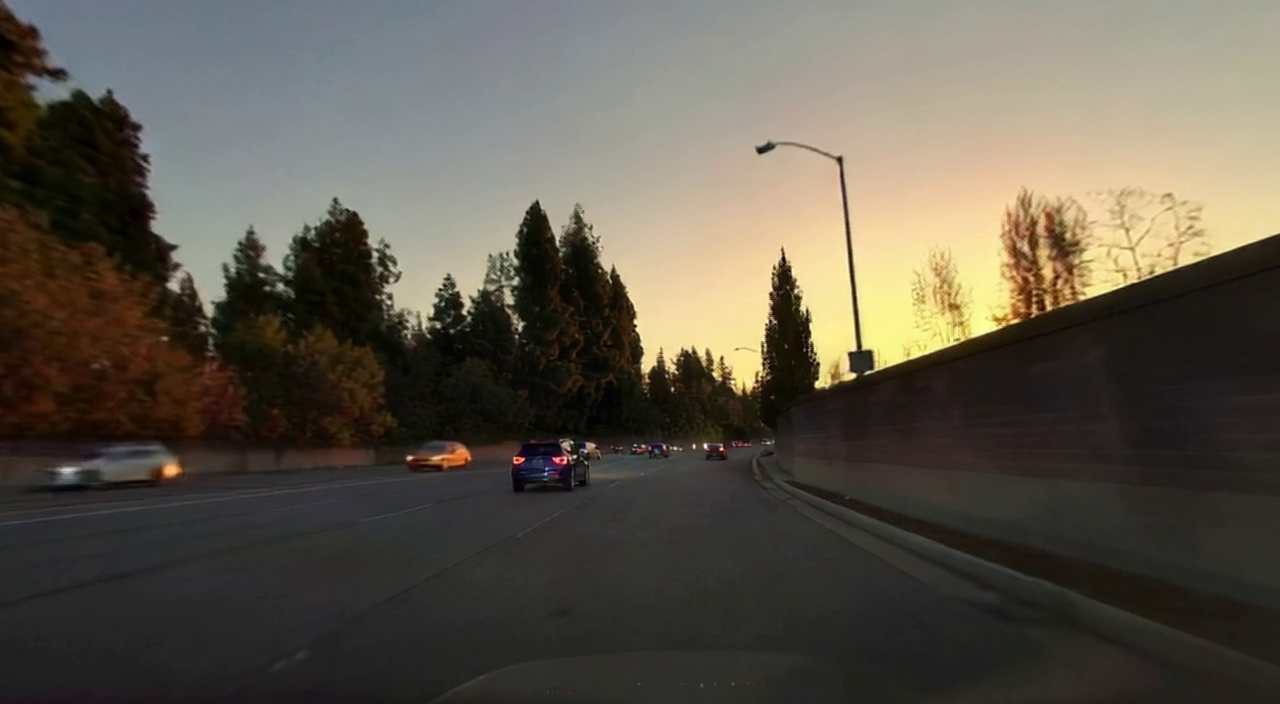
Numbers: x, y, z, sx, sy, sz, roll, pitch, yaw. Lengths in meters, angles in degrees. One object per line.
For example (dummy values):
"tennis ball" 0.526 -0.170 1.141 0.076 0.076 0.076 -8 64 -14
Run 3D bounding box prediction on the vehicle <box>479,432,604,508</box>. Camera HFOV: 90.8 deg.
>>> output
"vehicle" -2.316 2.949 16.344 2.082 1.638 4.644 -1 -8 5

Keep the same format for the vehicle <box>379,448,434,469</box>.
"vehicle" -17.268 7.860 46.935 1.795 1.454 4.467 -1 -8 9

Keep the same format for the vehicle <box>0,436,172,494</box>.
"vehicle" -17.697 3.515 20.085 1.918 1.628 4.502 -1 -8 5
